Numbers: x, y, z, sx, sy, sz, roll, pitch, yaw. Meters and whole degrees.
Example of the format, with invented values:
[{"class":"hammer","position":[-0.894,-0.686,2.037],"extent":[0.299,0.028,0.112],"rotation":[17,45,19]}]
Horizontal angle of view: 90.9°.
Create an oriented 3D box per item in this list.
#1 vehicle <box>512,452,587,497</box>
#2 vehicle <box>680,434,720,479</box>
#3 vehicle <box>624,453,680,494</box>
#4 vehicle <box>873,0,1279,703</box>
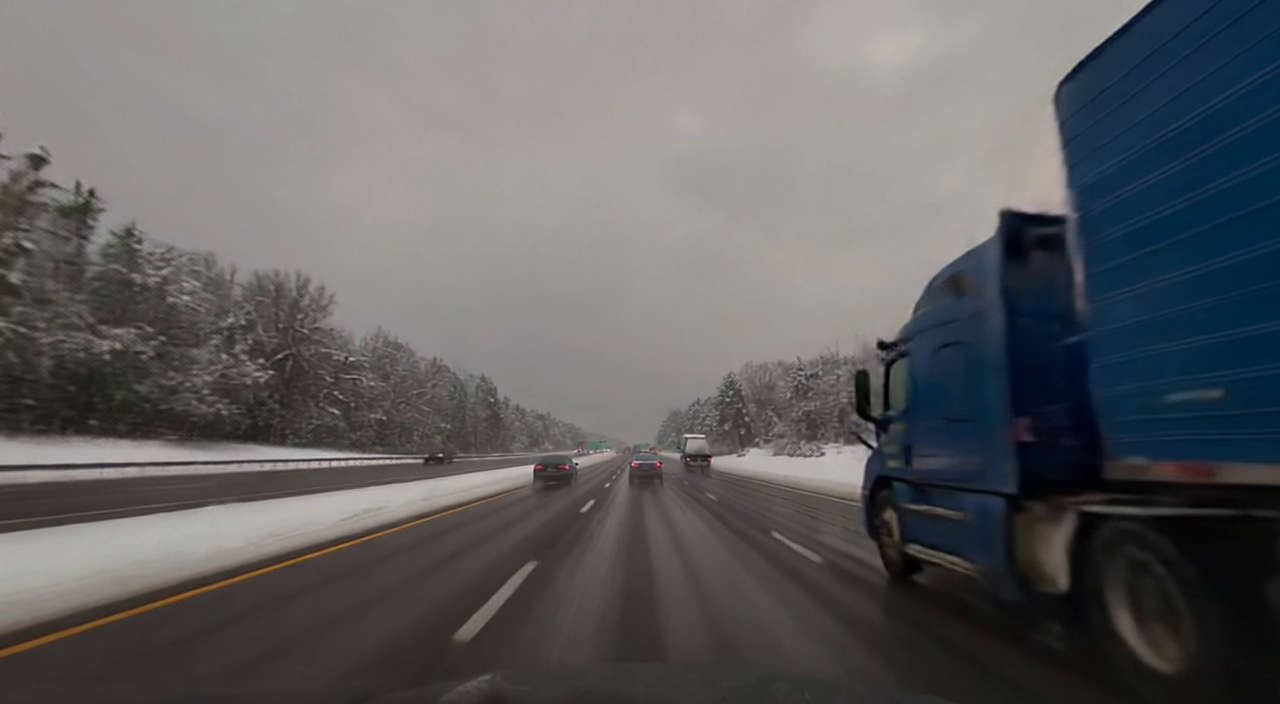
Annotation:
[{"class":"vehicle","position":[-3.255,4.492,23.468],"extent":[2.105,1.467,4.099],"rotation":[0,-9,1]},{"class":"vehicle","position":[4.501,7.677,46.129],"extent":[2.650,2.978,6.937],"rotation":[-2,-10,7]},{"class":"vehicle","position":[0.454,4.898,25.765],"extent":[2.089,1.516,4.191],"rotation":[0,-9,0]},{"class":"vehicle","position":[4.740,0.263,5.551],"extent":[3.019,3.957,5.903],"rotation":[0,-9,0]}]
